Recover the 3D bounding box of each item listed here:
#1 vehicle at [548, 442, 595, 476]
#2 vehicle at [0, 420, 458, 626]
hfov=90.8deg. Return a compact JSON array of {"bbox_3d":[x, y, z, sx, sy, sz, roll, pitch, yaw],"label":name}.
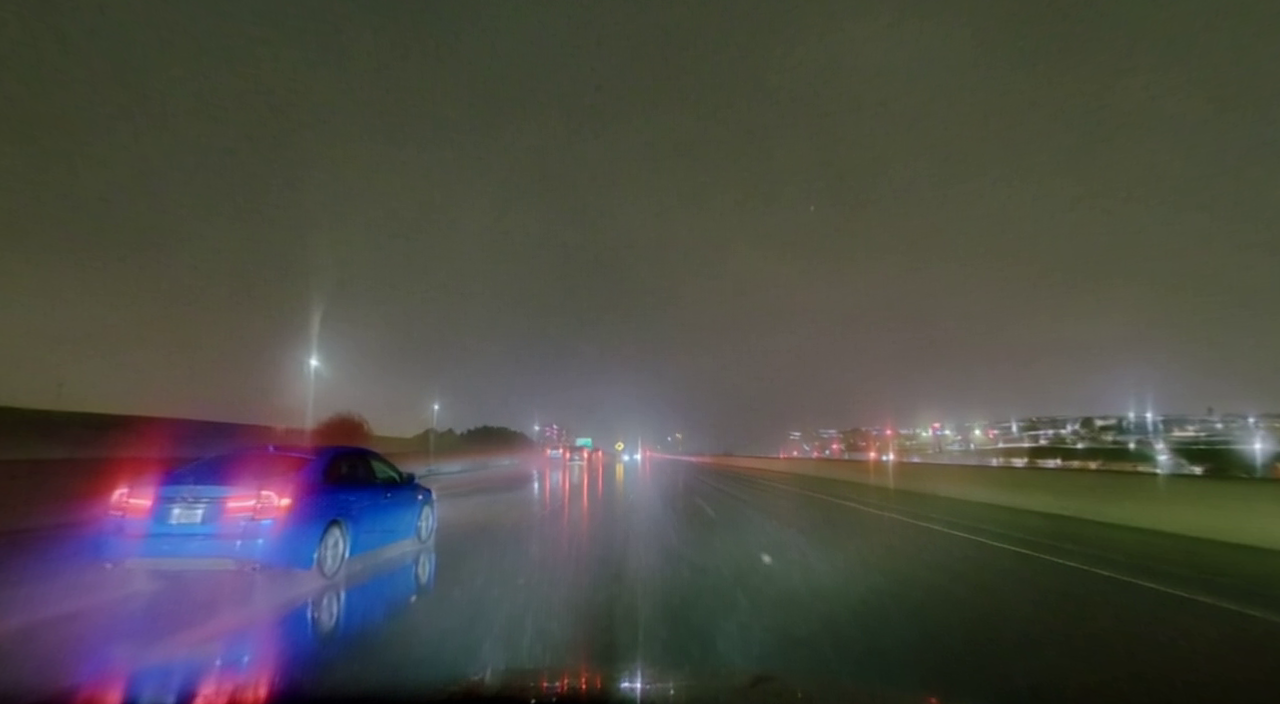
[{"bbox_3d":[-3.635,5.754,34.337,2.075,1.702,4.257,0,-9,0],"label":"vehicle"},{"bbox_3d":[-3.724,1.582,6.890,2.114,1.480,4.473,0,-9,0],"label":"vehicle"}]
